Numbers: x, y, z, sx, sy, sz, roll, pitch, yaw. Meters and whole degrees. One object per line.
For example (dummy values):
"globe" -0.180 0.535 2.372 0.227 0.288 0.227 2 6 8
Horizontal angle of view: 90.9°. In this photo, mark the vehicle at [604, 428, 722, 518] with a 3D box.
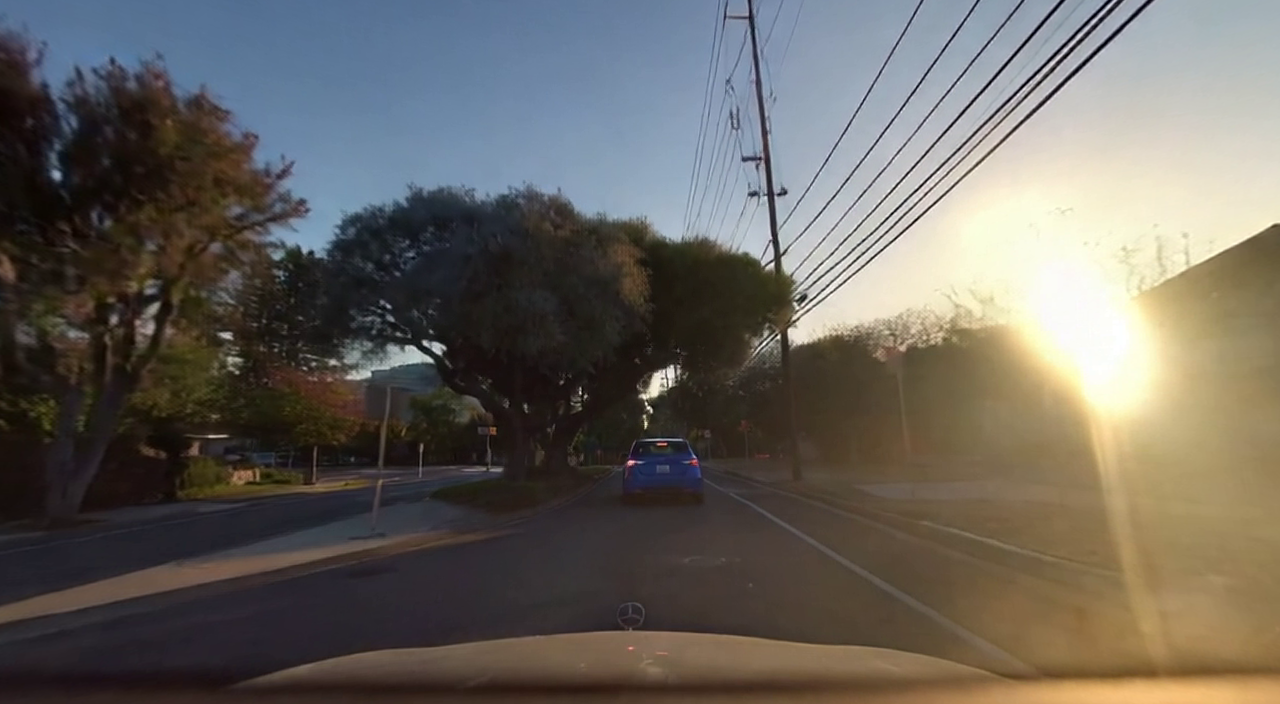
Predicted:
"vehicle" 0.424 2.570 13.921 2.200 1.653 4.127 0 -8 0
